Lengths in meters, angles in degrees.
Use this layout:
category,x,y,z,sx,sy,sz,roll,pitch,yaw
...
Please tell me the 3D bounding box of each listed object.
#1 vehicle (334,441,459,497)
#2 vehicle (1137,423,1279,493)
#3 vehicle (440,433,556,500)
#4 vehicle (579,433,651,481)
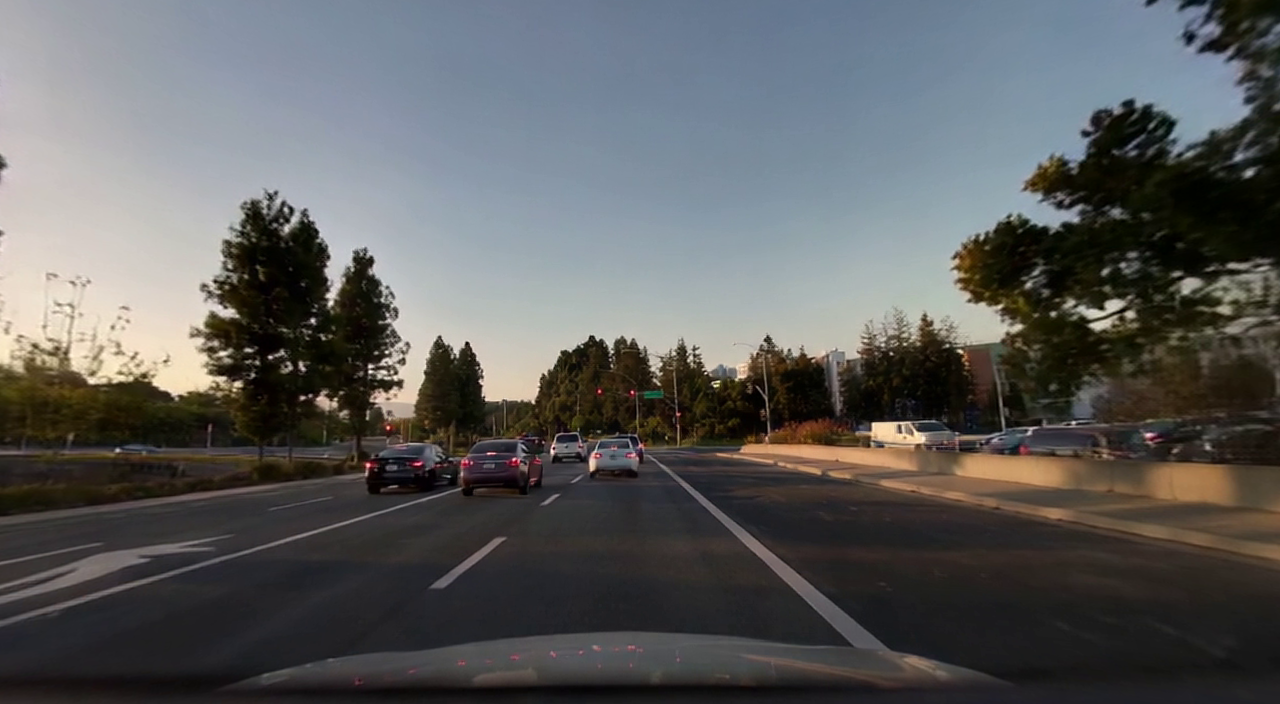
category,x,y,z,sx,sy,sz,roll,pitch,yaw
vehicle,-6.999,3.385,18.709,1.852,1.458,4.422,0,-8,1
vehicle,14.474,2.529,15.339,4.304,1.481,2.008,4,-10,-27
vehicle,-3.517,2.926,16.553,1.920,1.480,4.549,0,-8,1
vehicle,-0.787,3.596,21.945,2.231,1.481,4.489,0,-8,0
